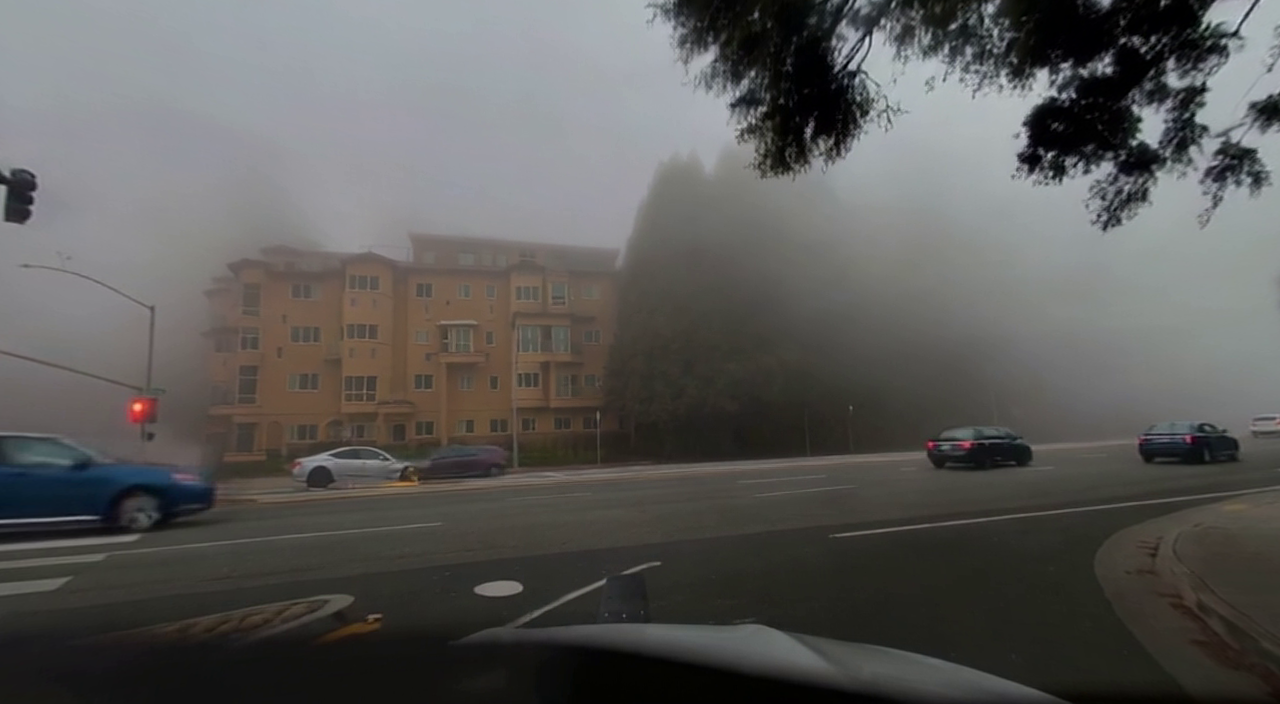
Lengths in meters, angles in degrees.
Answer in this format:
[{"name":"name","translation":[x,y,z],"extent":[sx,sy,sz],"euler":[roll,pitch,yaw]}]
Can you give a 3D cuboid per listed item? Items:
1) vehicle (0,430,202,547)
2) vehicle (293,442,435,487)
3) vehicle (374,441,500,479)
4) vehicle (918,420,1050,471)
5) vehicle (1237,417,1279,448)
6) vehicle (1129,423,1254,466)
[{"name":"vehicle","translation":[-9.701,2.032,9.610],"extent":[4.734,1.633,1.829],"euler":[4,-9,-30]},{"name":"vehicle","translation":[-9.653,3.894,22.154],"extent":[4.289,1.415,1.774],"euler":[5,-10,-31]},{"name":"vehicle","translation":[-8.623,4.577,26.943],"extent":[4.751,1.487,1.888],"euler":[5,-10,-30]},{"name":"vehicle","translation":[12.652,3.426,23.140],"extent":[4.683,1.678,1.981],"euler":[5,-10,-30]},{"name":"vehicle","translation":[37.339,4.758,36.981],"extent":[4.711,1.688,1.915],"euler":[5,-10,-30]},{"name":"vehicle","translation":[20.304,3.397,23.199],"extent":[4.521,1.433,1.943],"euler":[5,-10,-29]}]
